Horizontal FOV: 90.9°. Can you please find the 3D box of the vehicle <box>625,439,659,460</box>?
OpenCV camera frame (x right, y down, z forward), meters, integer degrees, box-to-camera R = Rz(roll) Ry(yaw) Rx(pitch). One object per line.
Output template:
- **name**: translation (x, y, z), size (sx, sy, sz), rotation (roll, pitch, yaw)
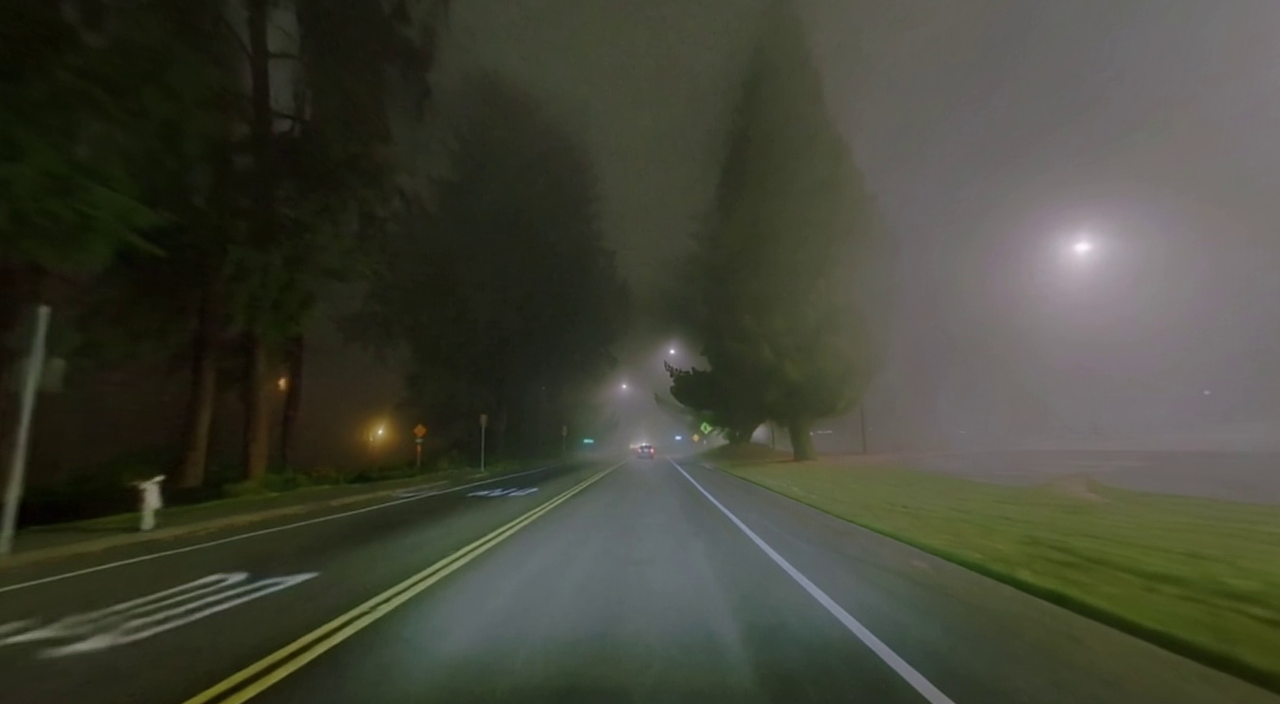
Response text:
- **vehicle**: translation (0.073, 7.506, 48.626), size (1.861, 1.511, 4.237), rotation (2, -9, -11)
